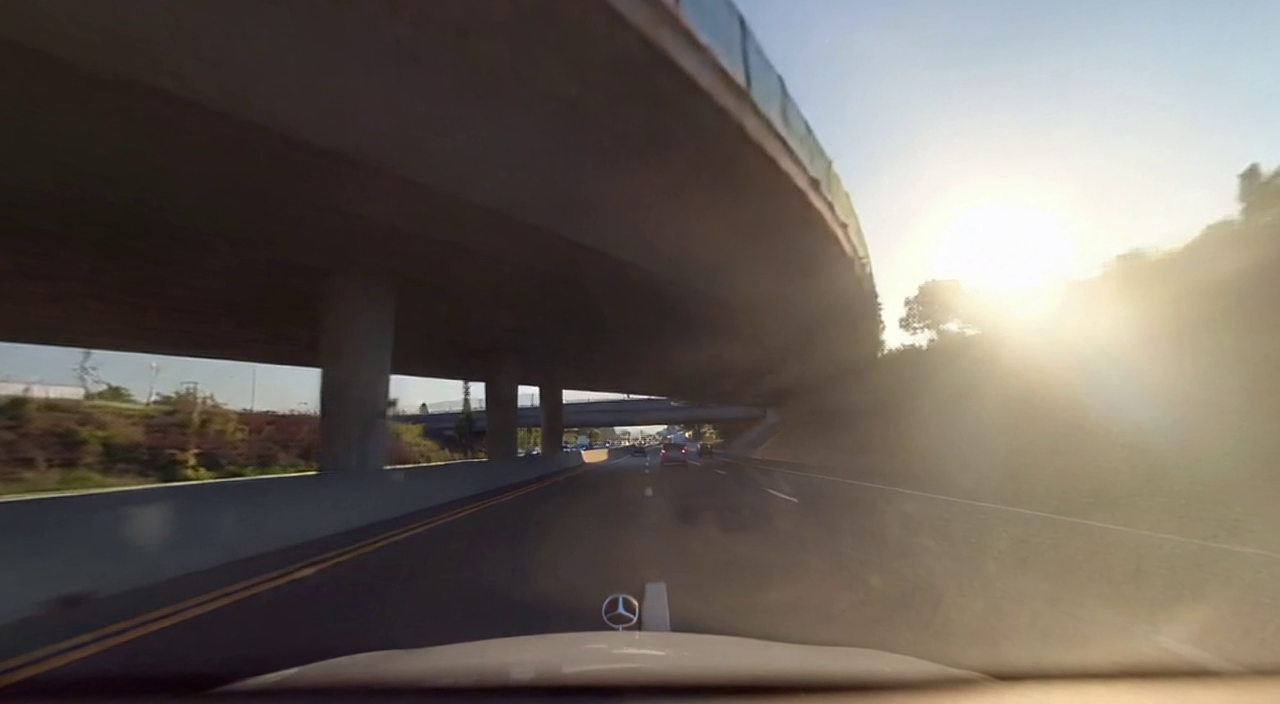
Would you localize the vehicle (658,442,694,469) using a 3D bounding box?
[{"bbox_3d":[2.247,6.542,39.763,1.970,1.560,4.182,0,-9,-1],"label":"vehicle"}]
